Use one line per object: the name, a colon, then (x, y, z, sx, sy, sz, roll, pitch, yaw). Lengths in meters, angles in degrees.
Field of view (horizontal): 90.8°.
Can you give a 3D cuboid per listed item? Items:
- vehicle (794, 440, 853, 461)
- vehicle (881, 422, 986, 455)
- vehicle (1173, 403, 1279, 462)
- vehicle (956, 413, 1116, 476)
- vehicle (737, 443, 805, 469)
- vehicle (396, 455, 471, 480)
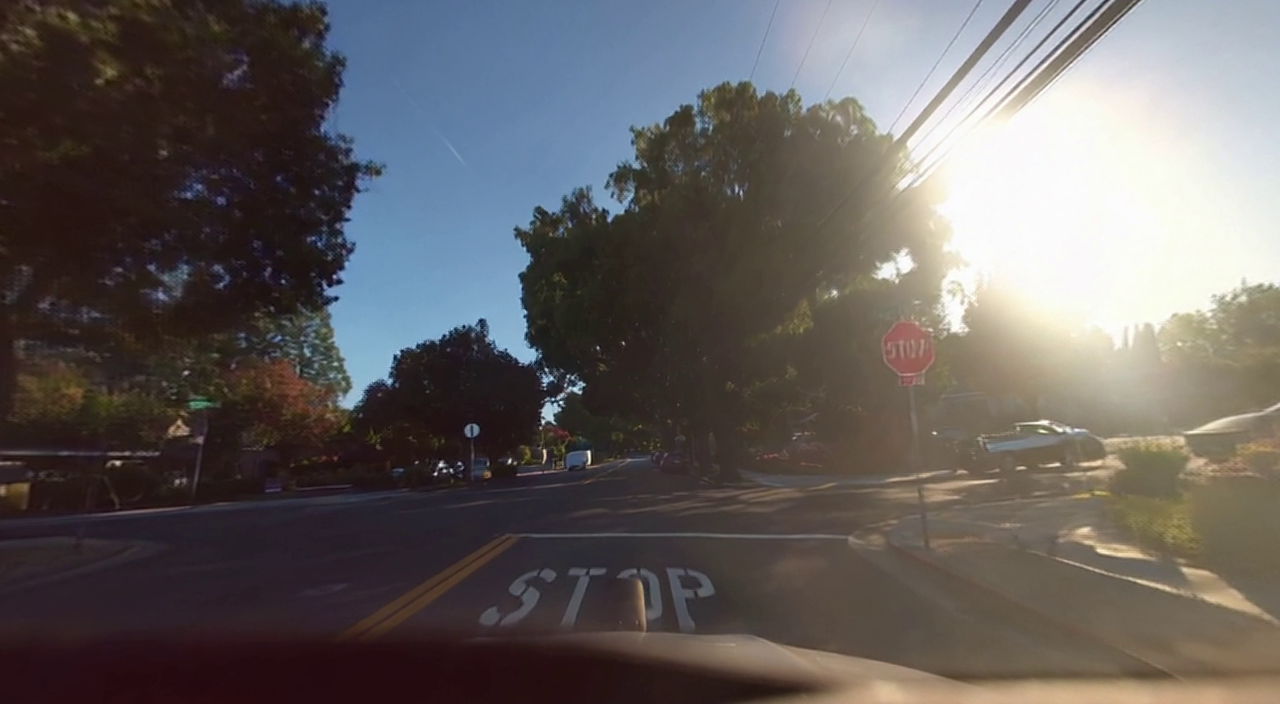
vehicle: (13.834, 7.414, 47.658, 4.032, 1.444, 1.747, 3, -9, -22)
vehicle: (14.950, 4.474, 32.435, 1.960, 1.584, 4.669, 3, -9, -23)
vehicle: (17.499, 2.254, 17.559, 4.682, 1.483, 1.917, 3, -9, -21)
vehicle: (15.065, 3.547, 24.129, 4.788, 1.875, 2.148, 1, -20, -15)
vehicle: (9.450, 7.526, 45.601, 4.399, 1.537, 1.859, 4, -20, -21)
vehicle: (-12.339, 6.917, 37.914, 3.937, 1.390, 1.644, 0, -8, 0)
